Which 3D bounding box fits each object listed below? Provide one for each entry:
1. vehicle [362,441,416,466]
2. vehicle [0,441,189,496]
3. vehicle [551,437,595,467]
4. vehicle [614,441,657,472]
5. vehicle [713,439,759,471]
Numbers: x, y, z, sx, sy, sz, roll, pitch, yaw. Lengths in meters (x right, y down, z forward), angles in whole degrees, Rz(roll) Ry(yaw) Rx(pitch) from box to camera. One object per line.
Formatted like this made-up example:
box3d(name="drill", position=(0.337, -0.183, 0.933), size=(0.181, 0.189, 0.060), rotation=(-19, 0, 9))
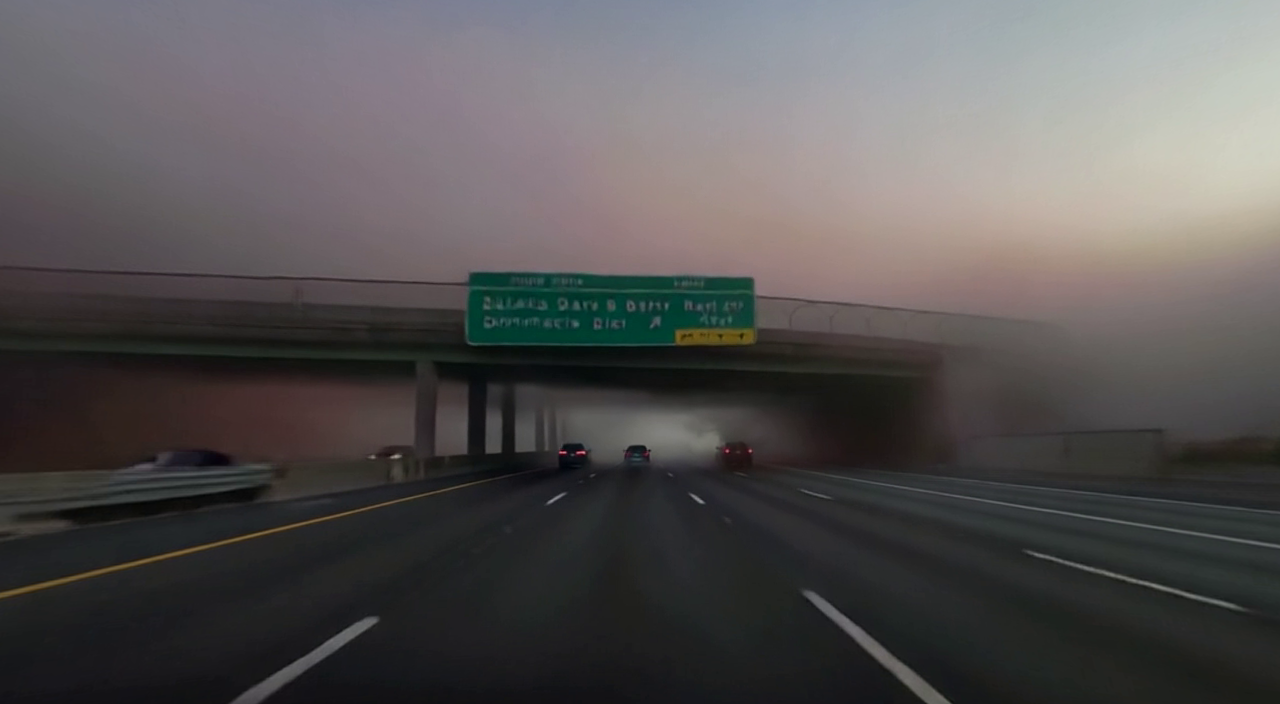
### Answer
box3d(name="vehicle", position=(-17.641, 7.162, 44.561), size=(1.948, 1.661, 4.435), rotation=(0, -8, 1))
box3d(name="vehicle", position=(-16.721, 3.524, 19.591), size=(1.903, 1.481, 4.822), rotation=(0, -8, 0))
box3d(name="vehicle", position=(-4.027, 6.145, 38.917), size=(2.113, 1.756, 4.471), rotation=(0, -8, 1))
box3d(name="vehicle", position=(-0.218, 5.340, 32.485), size=(2.075, 1.486, 4.007), rotation=(0, -8, 0))
box3d(name="vehicle", position=(5.192, 5.623, 34.586), size=(1.936, 1.625, 3.991), rotation=(0, -8, 0))
